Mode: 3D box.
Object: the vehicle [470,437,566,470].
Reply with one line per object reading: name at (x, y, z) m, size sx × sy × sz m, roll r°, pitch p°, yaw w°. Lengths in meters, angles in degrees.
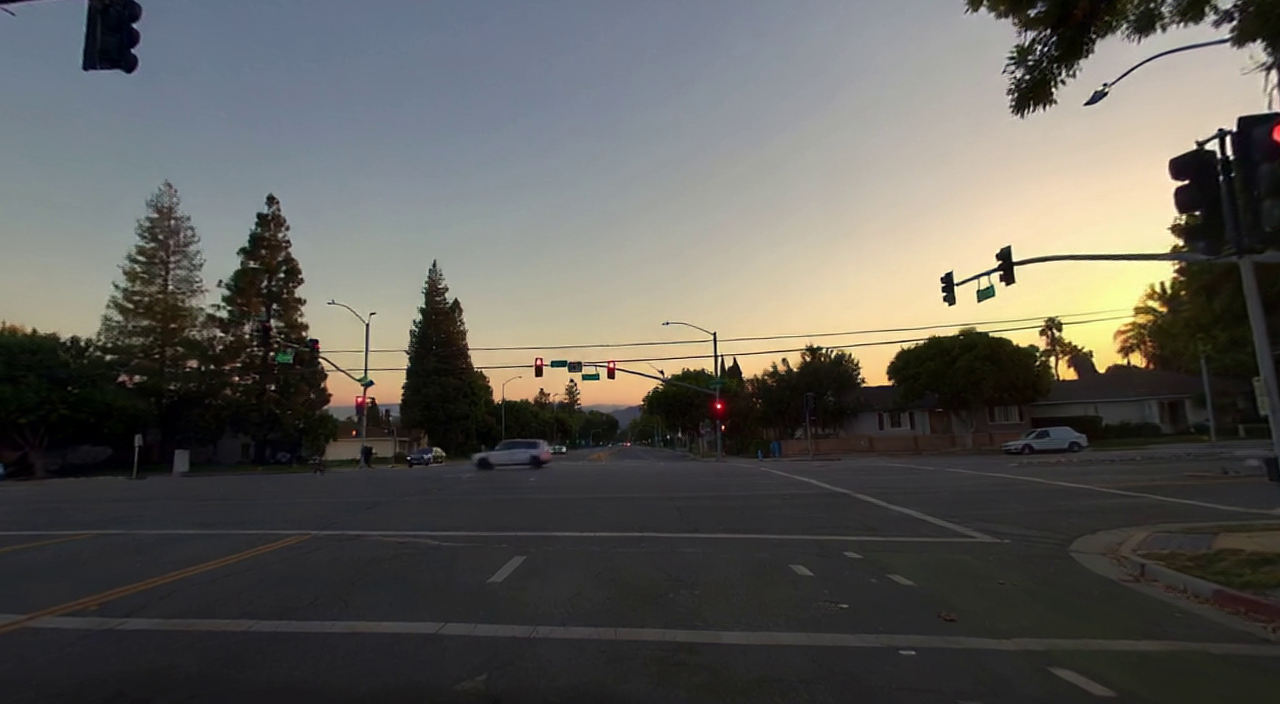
vehicle at (-6.532, 5.478, 34.125) m, size 4.706 × 1.710 × 1.932 m, roll -1°, pitch -8°, yaw 4°
